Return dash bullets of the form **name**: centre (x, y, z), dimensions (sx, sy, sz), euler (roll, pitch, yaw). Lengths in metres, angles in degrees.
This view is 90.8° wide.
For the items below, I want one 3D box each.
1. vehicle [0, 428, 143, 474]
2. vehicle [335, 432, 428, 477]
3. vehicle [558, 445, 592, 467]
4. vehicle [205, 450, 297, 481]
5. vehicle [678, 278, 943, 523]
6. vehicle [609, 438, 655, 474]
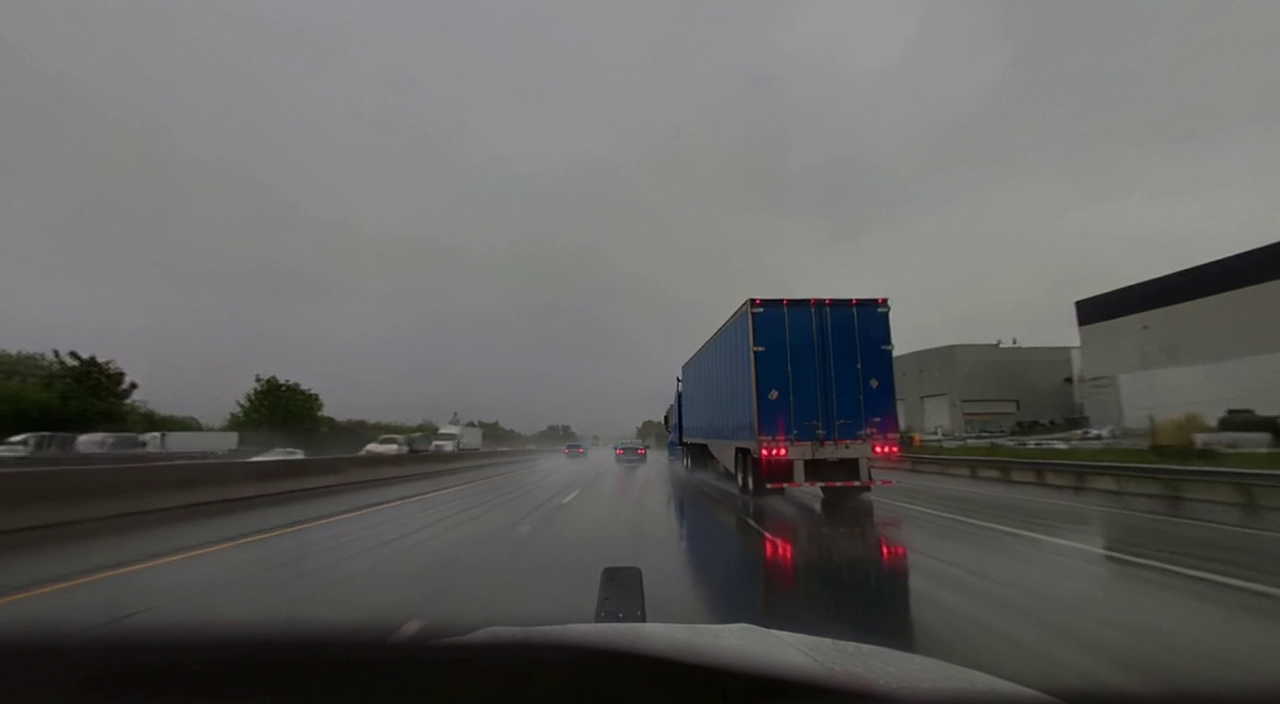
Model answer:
- **vehicle**: centre (-40.305, 6.980, 44.583), dimensions (7.735, 2.972, 2.679), euler (5, -10, -31)
- **vehicle**: centre (-13.314, 5.363, 33.109), dimensions (2.323, 2.123, 5.905), euler (0, -9, 0)
- **vehicle**: centre (-4.594, 7.385, 45.098), dimensions (1.995, 1.491, 4.317), euler (0, -9, 0)
- **vehicle**: centre (-20.378, 5.930, 33.332), dimensions (1.867, 1.496, 4.627), euler (0, -9, 0)
- **vehicle**: centre (3.287, 1.964, 18.556), dimensions (2.996, 4.123, 15.965), euler (0, -9, -1)
- **vehicle**: centre (-0.412, 5.245, 32.083), dimensions (2.191, 1.685, 4.015), euler (0, -9, 0)
